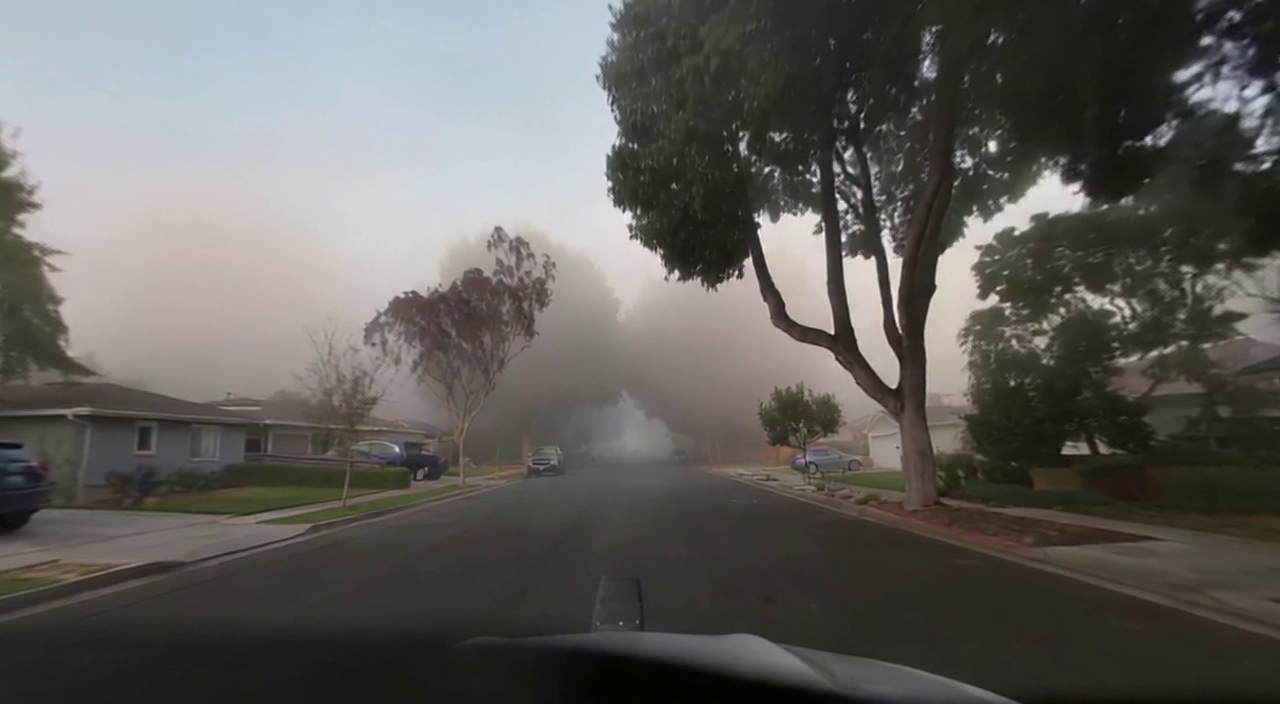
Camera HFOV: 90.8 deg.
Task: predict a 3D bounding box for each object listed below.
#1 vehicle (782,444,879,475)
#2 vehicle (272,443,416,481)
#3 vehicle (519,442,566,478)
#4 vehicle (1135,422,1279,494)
[{"bbox_3d":[10.042,5.718,33.605,4.497,1.564,1.948,0,-8,-2],"label":"vehicle"},{"bbox_3d":[-12.468,4.649,26.870,5.040,1.541,2.042,0,-9,0],"label":"vehicle"},{"bbox_3d":[-5.842,6.514,38.432,2.341,1.942,5.044,0,-9,-3],"label":"vehicle"},{"bbox_3d":[14.595,2.485,15.054,4.558,1.515,2.013,3,-9,-17],"label":"vehicle"}]
